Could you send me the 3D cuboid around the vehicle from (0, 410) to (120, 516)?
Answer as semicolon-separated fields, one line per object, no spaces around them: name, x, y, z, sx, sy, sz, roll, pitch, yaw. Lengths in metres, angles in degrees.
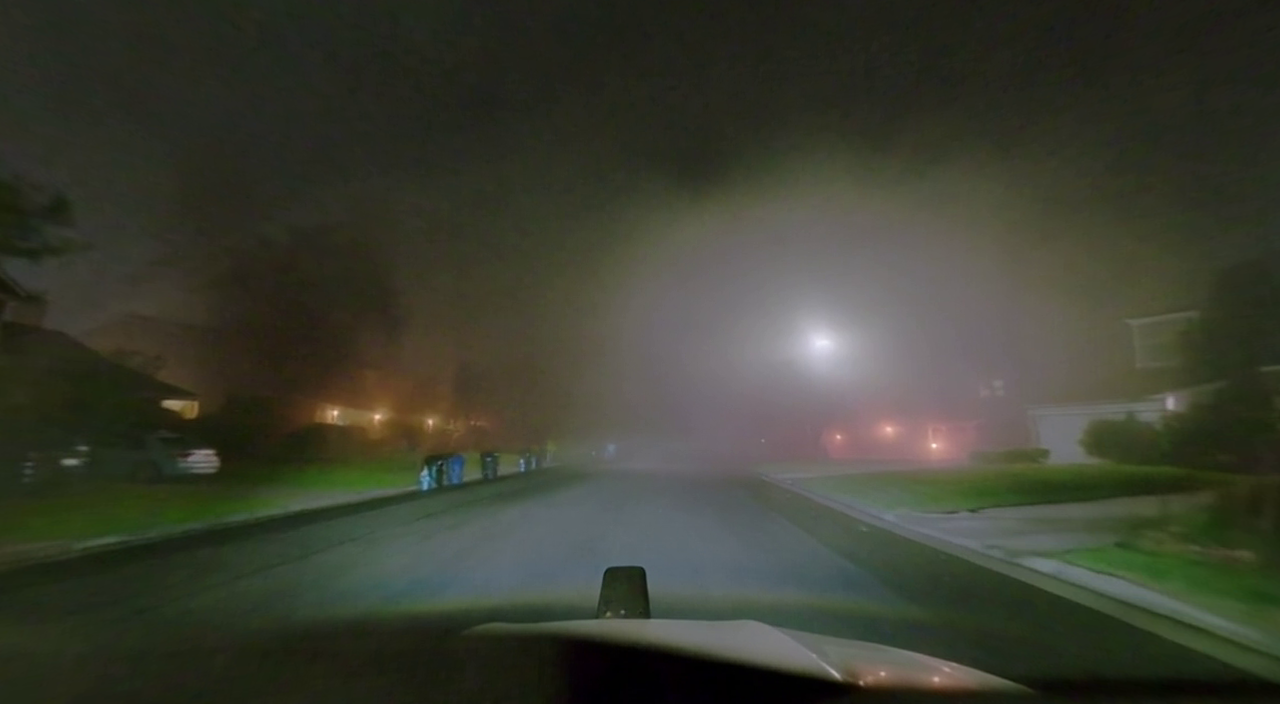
vehicle;-13.192;1.945;12.014;4.587;1.786;2.127;4;-9;2
